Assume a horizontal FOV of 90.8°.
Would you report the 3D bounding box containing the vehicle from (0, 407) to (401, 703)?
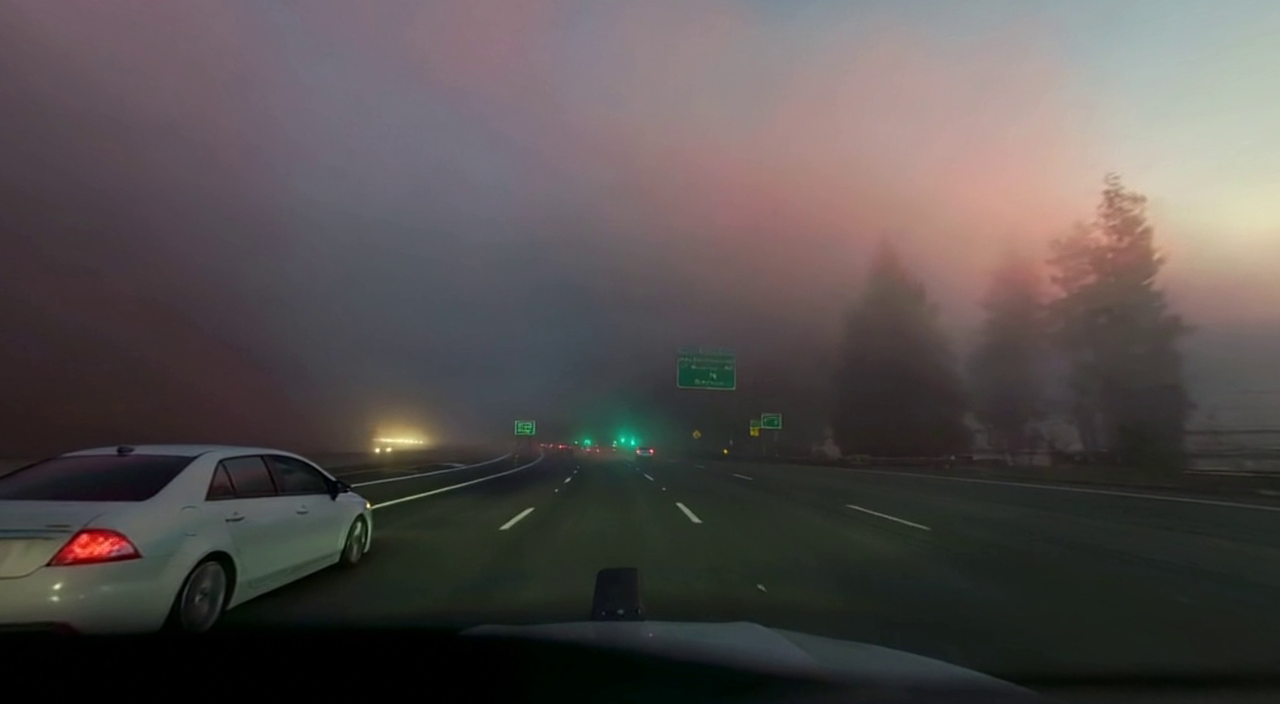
[{"bbox_3d":[-3.905,1.337,5.383,2.018,1.476,4.364,0,-8,0],"label":"vehicle"}]
